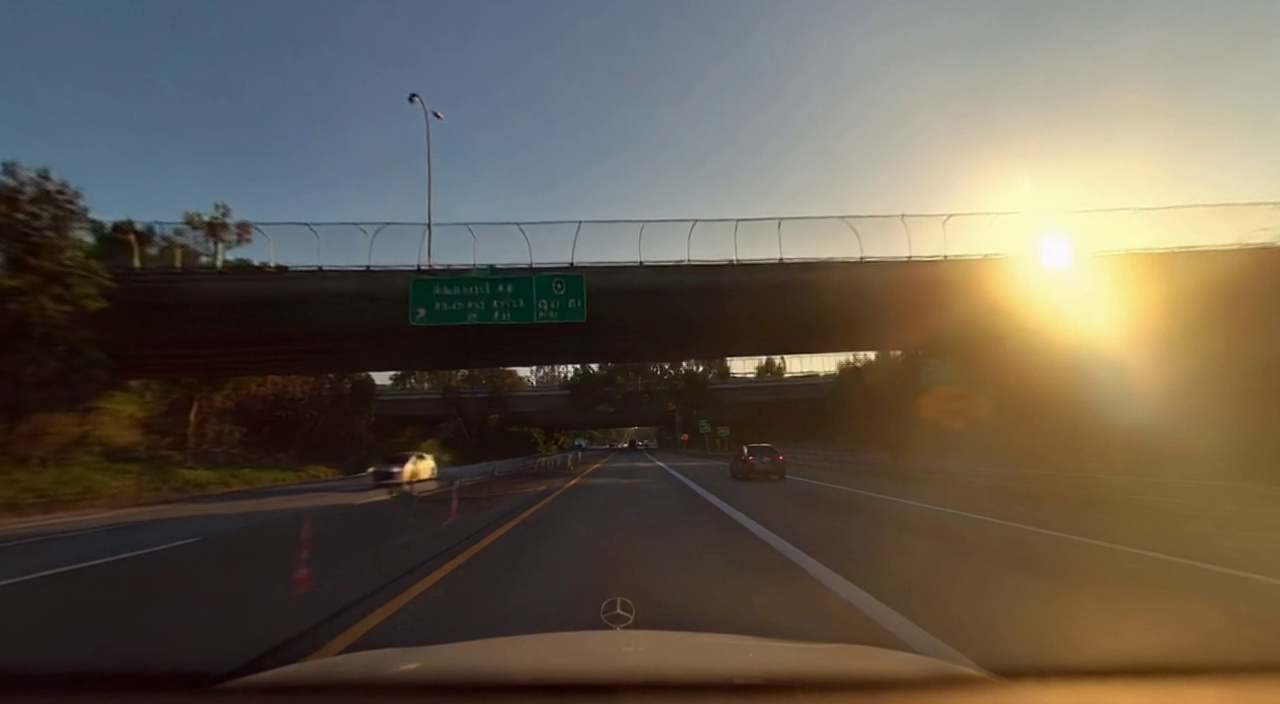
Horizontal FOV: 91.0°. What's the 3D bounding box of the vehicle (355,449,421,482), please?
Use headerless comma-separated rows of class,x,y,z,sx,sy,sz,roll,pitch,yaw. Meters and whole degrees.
vehicle,-12.637,5.684,31.763,1.780,1.527,3.827,0,-8,-1

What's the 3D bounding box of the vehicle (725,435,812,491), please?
vehicle,3.748,3.286,18.963,1.781,1.470,3.540,0,-8,-2
